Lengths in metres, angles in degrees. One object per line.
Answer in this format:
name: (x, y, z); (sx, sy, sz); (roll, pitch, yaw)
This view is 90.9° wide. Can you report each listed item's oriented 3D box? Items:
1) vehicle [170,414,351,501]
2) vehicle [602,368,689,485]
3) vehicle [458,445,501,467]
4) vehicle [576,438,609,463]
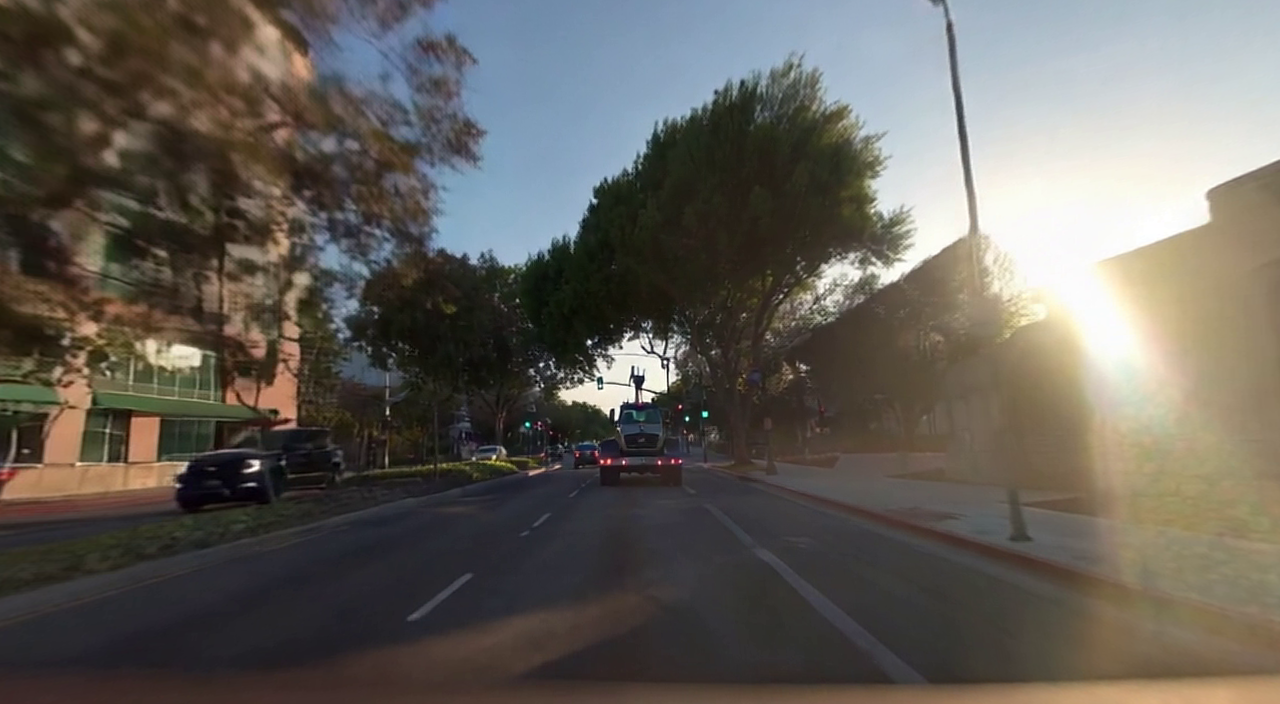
vehicle: (-12.215, 3.471, 21.024); (2.404, 2.444, 5.799); (0, -9, 0)
vehicle: (0.184, 3.041, 24.387); (2.552, 3.461, 11.044); (-1, -9, 0)
vehicle: (-12.066, 7.814, 47.625); (1.941, 1.520, 4.864); (0, -9, 0)
vehicle: (-3.379, 7.151, 45.631); (2.081, 1.688, 4.235); (0, -9, 0)
